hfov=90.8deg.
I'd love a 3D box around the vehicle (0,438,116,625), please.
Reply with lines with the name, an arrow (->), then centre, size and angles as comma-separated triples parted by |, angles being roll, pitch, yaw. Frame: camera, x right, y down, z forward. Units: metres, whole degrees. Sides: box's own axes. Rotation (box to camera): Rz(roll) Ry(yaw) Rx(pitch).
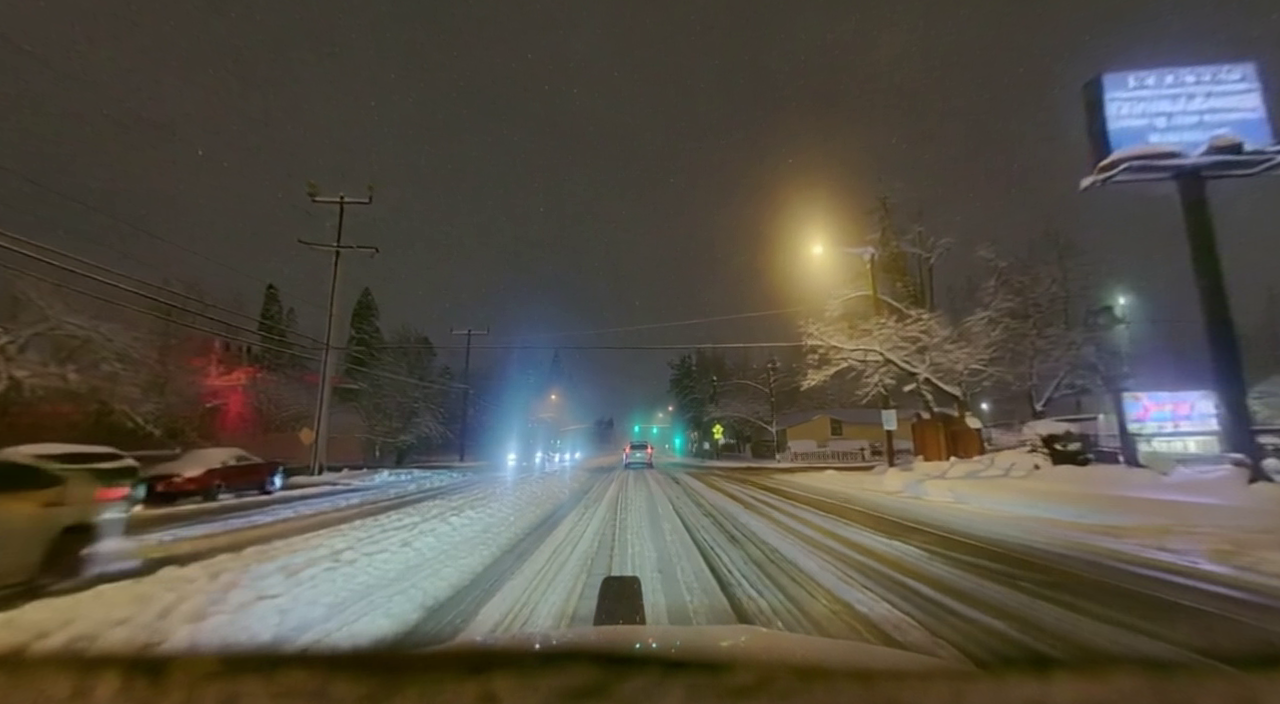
vehicle -> -6.049, 1.260, 3.880 | 1.923, 1.472, 4.342 | 0, -8, 0

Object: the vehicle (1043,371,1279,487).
vehicle -> 14.039, 2.139, 17.031 | 2.449, 2.564, 5.877 | 0, -8, 1

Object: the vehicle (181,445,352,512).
vehicle -> -9.689, 3.273, 16.859 | 2.073, 1.533, 4.020 | 0, -8, 0

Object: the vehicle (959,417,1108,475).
vehicle -> 14.340, 3.503, 23.574 | 2.092, 1.881, 5.629 | -1, -8, 2

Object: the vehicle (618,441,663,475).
vehicle -> 0.033, 5.228, 31.434 | 2.067, 1.547, 4.513 | 0, -8, 0

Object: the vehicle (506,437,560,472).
vehicle -> -6.506, 6.295, 39.068 | 2.338, 1.934, 5.605 | 0, -8, 0
